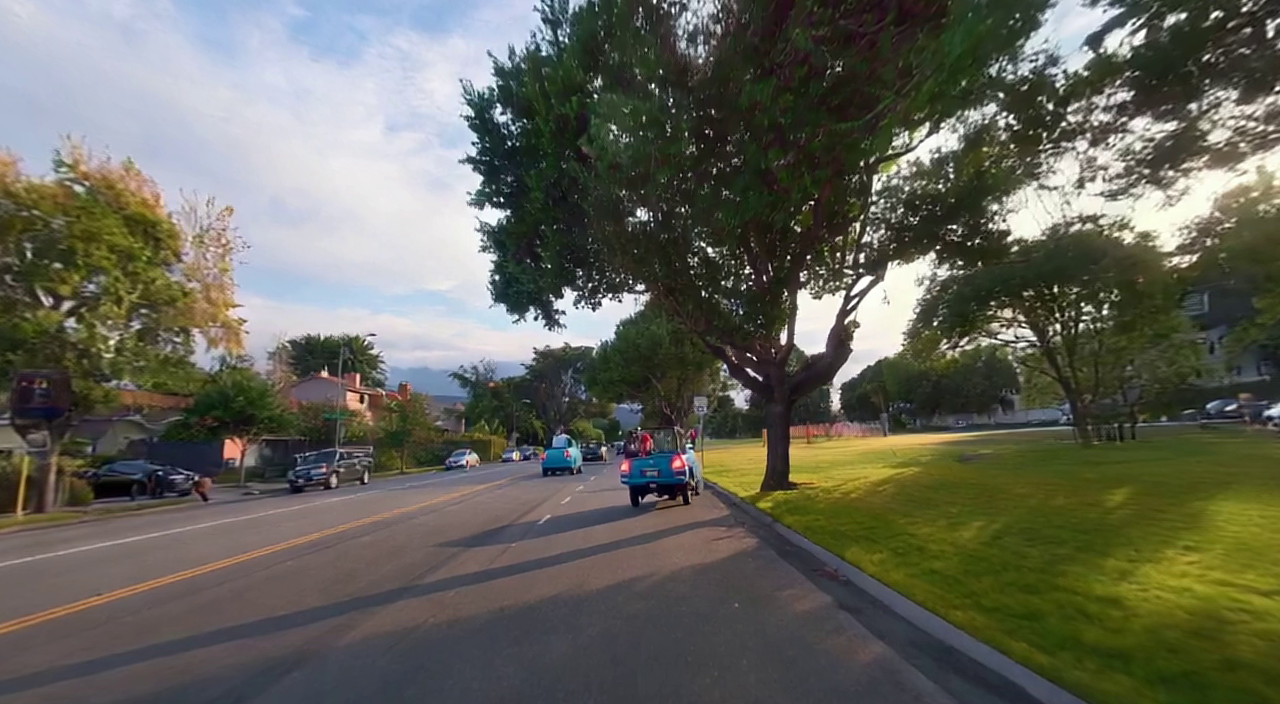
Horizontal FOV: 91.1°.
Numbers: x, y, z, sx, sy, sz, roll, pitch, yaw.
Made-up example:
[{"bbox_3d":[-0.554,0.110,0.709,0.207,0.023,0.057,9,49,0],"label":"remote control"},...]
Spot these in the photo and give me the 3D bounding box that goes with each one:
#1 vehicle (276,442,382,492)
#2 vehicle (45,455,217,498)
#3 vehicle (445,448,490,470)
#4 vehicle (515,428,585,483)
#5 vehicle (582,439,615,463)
[{"bbox_3d":[-12.360,4.576,25.361,1.928,1.800,4.632,0,-8,-1],"label":"vehicle"},{"bbox_3d":[-18.825,4.606,23.395,4.635,1.487,1.969,0,-9,-1],"label":"vehicle"},{"bbox_3d":[-12.177,7.599,44.604,1.887,1.469,4.691,0,-9,-1],"label":"vehicle"},{"bbox_3d":[-3.168,3.741,22.936,1.908,1.809,4.230,0,-8,1],"label":"vehicle"},{"bbox_3d":[-2.906,7.028,44.804,2.007,1.615,3.758,0,-8,1],"label":"vehicle"}]
